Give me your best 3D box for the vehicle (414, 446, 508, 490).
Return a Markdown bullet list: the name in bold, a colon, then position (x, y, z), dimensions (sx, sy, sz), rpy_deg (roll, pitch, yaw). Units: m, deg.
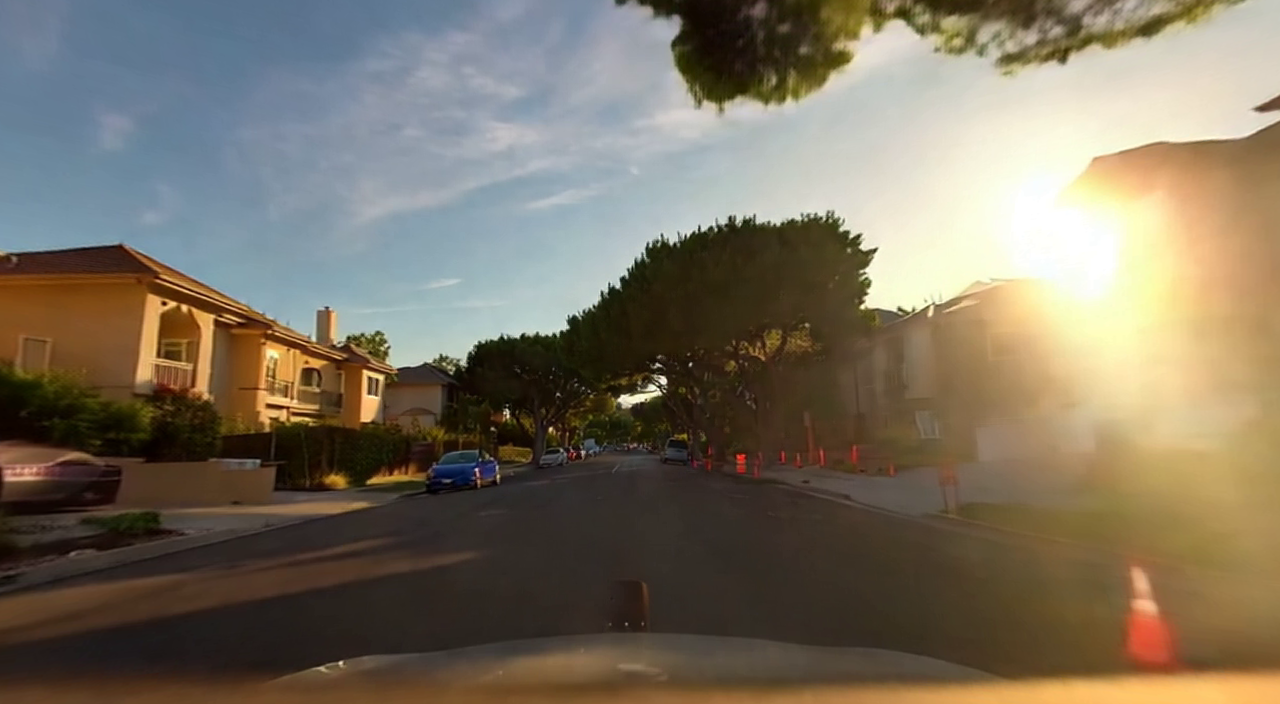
- **vehicle**: position (-6.651, 4.341, 24.006), dimensions (2.137, 1.481, 4.503), rpy_deg (0, -9, 1)
